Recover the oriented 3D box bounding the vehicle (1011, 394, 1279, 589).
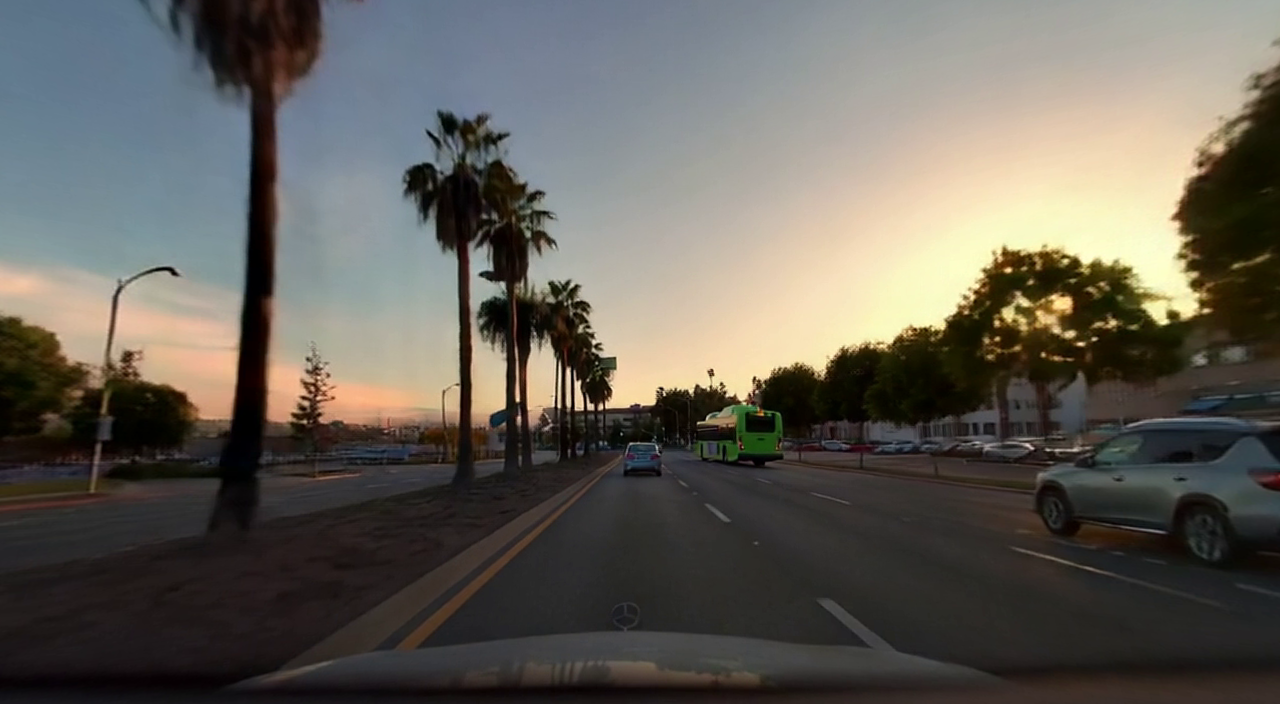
[{"bbox_3d":[6.567,1.495,7.268,2.031,1.670,4.154,0,-9,0],"label":"vehicle"}]

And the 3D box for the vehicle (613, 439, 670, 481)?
[{"bbox_3d":[0.016,4.234,24.960,2.065,1.477,4.306,0,-9,-1],"label":"vehicle"}]

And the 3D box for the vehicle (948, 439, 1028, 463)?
[{"bbox_3d":[23.079,6.611,42.000,4.229,1.428,1.883,1,-9,0],"label":"vehicle"}]

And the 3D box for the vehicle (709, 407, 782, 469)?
[{"bbox_3d":[6.350,5.460,39.559,2.795,3.383,9.287,0,-9,-1],"label":"vehicle"}]
